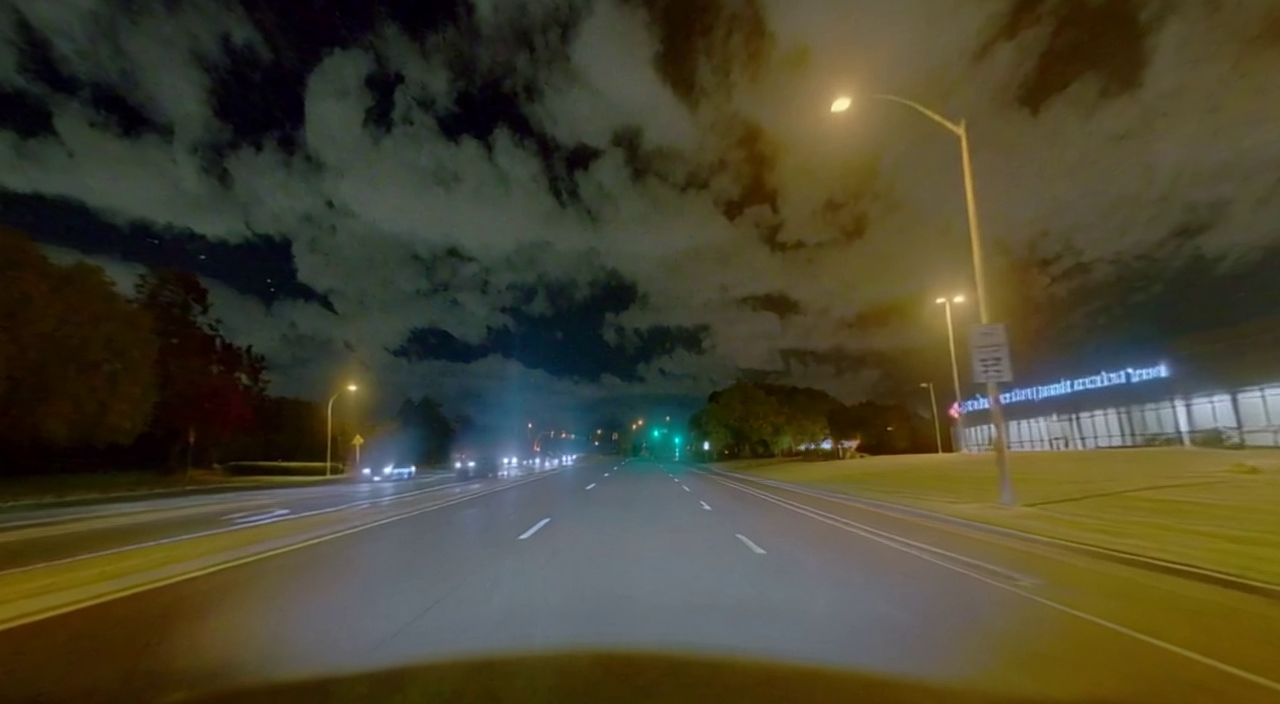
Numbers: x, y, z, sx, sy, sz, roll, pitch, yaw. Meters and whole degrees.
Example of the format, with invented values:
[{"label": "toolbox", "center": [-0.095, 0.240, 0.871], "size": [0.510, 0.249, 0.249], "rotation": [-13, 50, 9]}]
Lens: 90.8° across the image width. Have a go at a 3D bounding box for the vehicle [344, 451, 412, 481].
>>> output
[{"label": "vehicle", "center": [-15.085, 6.569, 36.645], "size": [1.819, 1.552, 4.361], "rotation": [-1, -8, 4]}]
